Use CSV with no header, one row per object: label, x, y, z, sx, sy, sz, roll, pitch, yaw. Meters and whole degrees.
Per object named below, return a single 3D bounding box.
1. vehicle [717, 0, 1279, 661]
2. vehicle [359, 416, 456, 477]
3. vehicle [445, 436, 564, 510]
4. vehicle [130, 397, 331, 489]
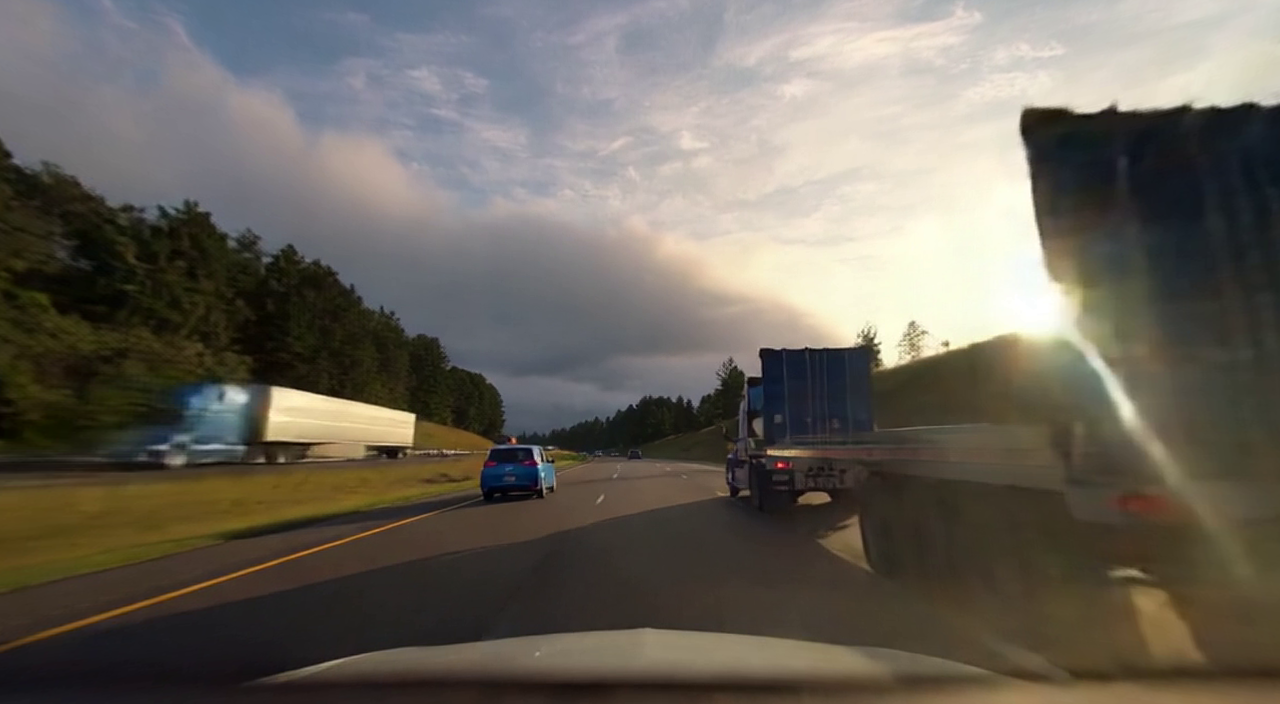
vehicle,4.436,1.008,12.474,3.532,4.201,17.611,0,-9,0
vehicle,-11.427,4.768,31.678,2.328,2.714,6.655,0,-9,0
vehicle,-3.340,3.093,16.505,2.115,1.670,4.261,0,-9,1
vehicle,-15.027,3.521,24.068,2.643,2.931,7.342,0,-9,1
